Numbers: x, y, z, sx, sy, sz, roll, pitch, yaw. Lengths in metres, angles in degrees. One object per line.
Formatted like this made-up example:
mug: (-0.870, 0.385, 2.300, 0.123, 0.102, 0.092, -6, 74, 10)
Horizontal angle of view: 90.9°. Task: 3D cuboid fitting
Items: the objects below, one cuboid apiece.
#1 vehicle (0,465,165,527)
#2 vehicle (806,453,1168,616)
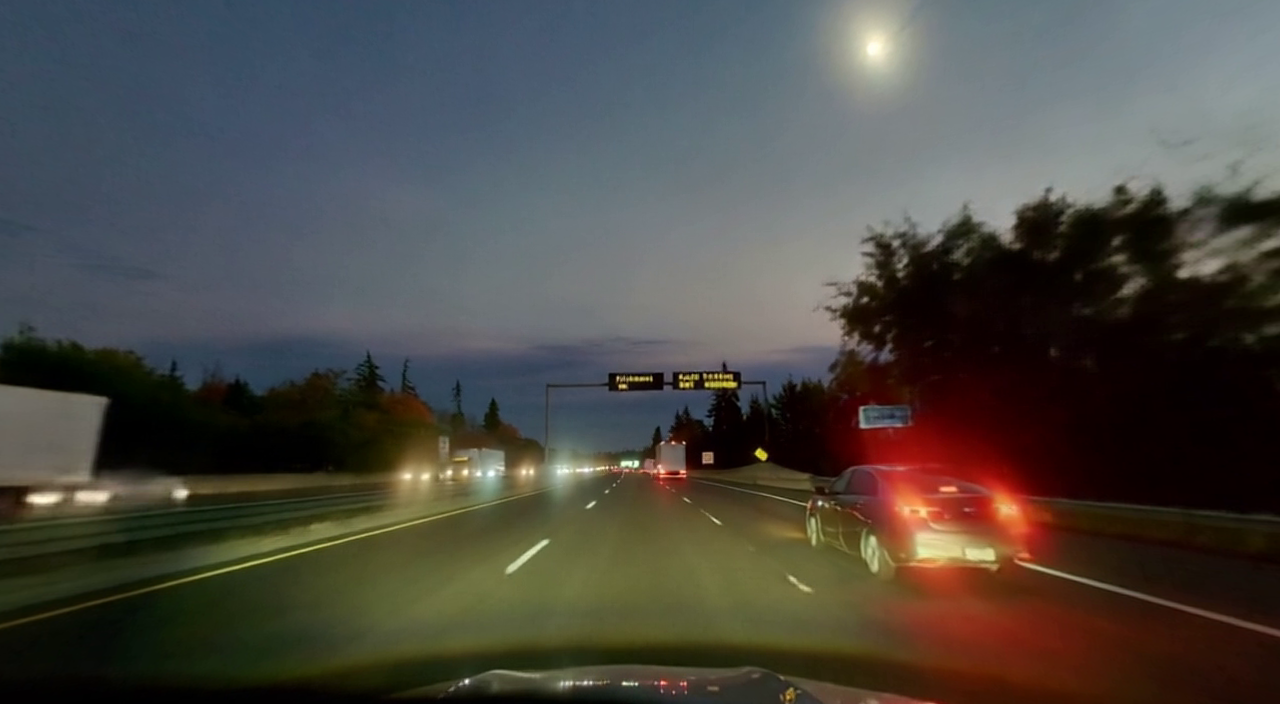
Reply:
vehicle: (-15.826, 3.904, 17.484, 1.780, 1.452, 4.497, 1, -10, -1)
vehicle: (3.844, 2.129, 8.202, 2.051, 1.472, 4.547, 1, -10, -1)
